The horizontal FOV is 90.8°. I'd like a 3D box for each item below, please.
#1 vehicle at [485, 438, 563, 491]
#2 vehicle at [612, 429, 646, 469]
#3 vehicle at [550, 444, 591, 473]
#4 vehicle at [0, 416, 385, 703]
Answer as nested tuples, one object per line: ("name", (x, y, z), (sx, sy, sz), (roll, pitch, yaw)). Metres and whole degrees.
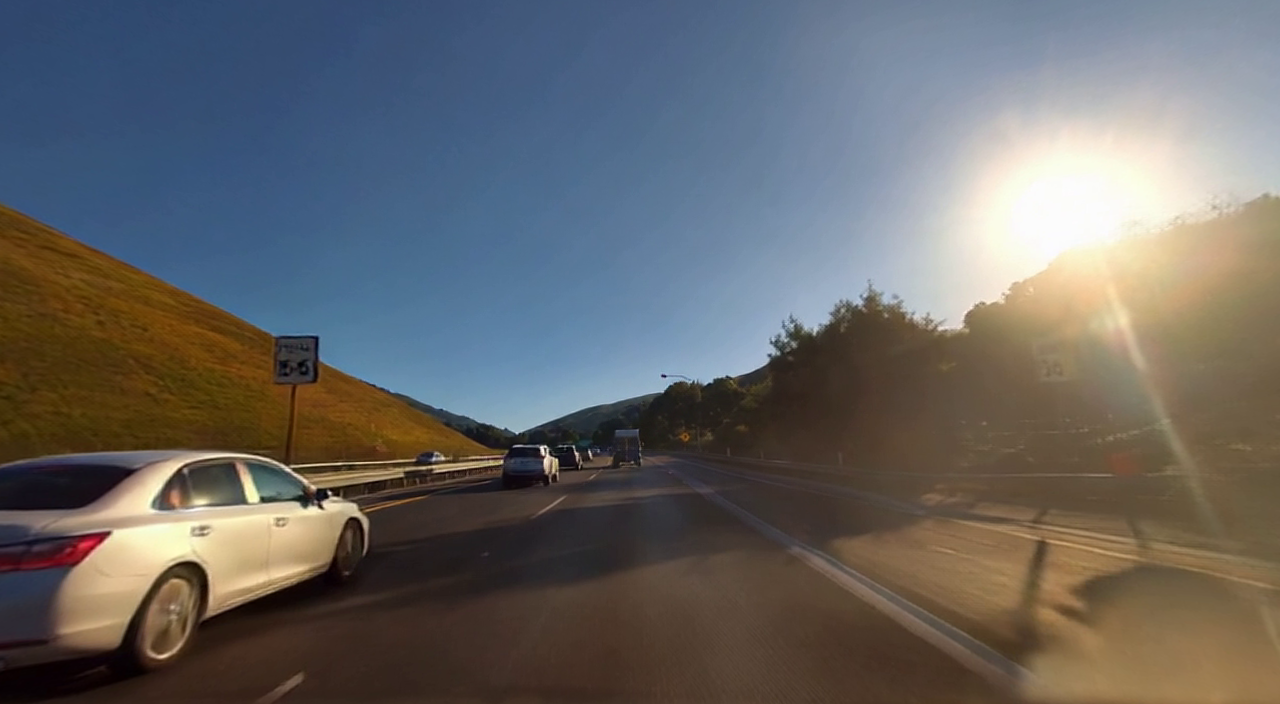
("vehicle", (-4.069, 4.025, 22.883), (2.073, 1.694, 4.162), (0, -9, 0))
("vehicle", (-0.714, 6.909, 44.749), (2.227, 2.611, 5.900), (0, -9, 0))
("vehicle", (-4.164, 6.424, 38.333), (2.044, 1.624, 4.032), (0, -9, 0))
("vehicle", (-3.775, 1.301, 4.578), (1.988, 1.440, 4.504), (0, -9, -1))
